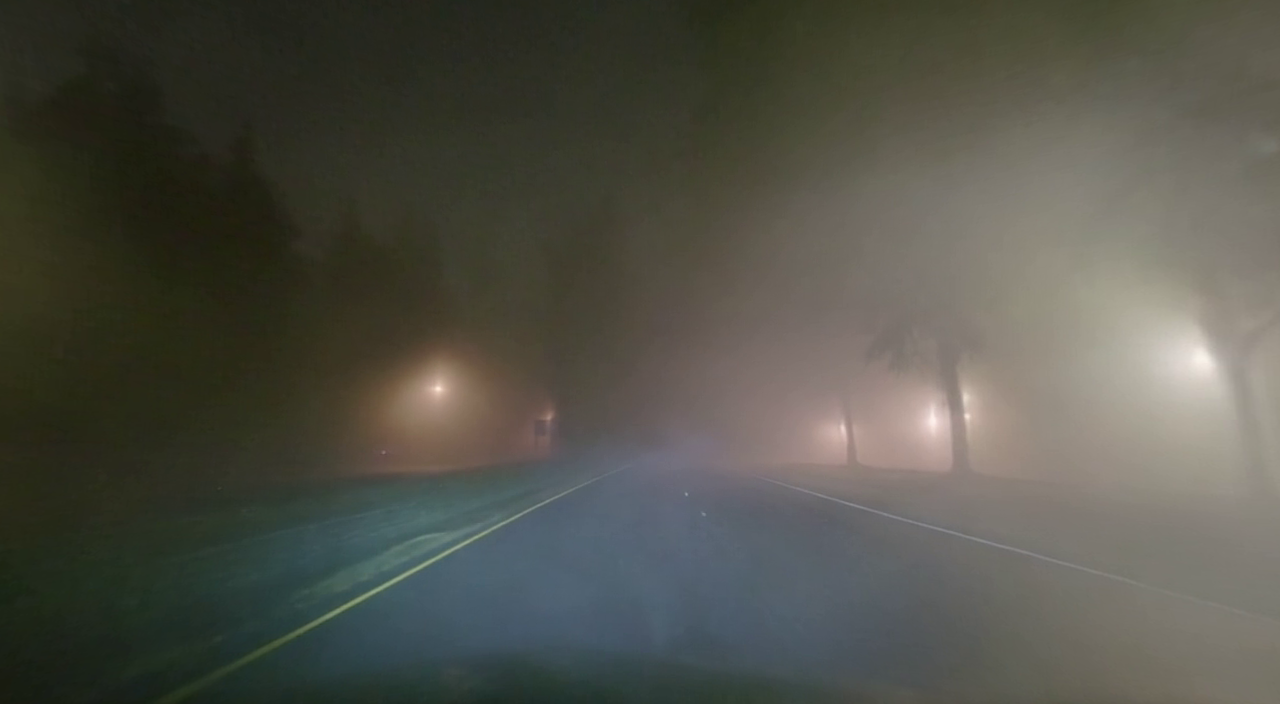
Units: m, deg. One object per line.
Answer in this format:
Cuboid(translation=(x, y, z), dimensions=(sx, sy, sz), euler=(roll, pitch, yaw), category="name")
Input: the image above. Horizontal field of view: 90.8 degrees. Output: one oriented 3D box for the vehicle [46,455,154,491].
Cuboid(translation=(-41.327, 9.234, 48.425), dimensions=(6.659, 2.408, 2.257), euler=(-2, -6, 7), category="vehicle")
